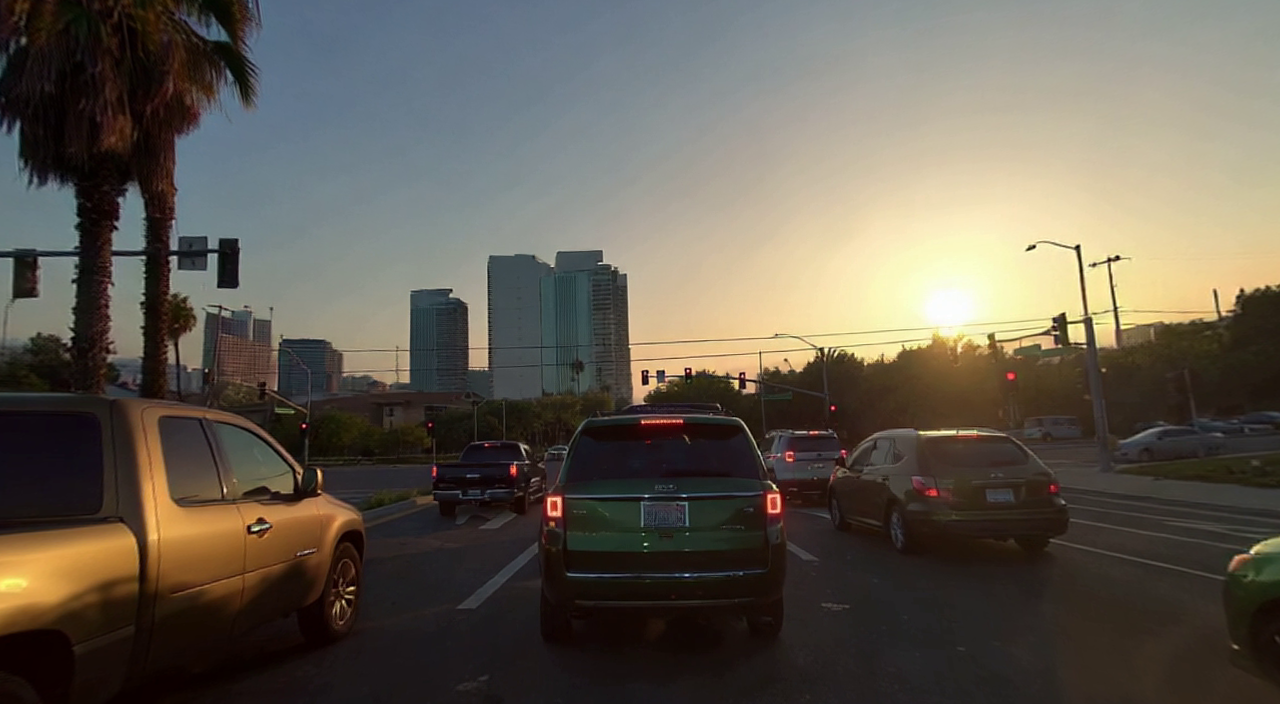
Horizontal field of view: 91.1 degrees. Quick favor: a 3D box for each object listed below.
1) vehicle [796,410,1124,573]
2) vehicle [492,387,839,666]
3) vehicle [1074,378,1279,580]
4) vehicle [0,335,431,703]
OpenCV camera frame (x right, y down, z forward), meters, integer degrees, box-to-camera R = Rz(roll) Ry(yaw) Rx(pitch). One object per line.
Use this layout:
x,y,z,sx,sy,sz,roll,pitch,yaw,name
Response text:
4.038,1.864,9.277,2.072,1.704,5.170,0,-8,-1,vehicle
0.187,1.377,6.008,2.123,1.704,4.128,0,-8,1,vehicle
7.333,1.211,5.975,2.337,1.925,5.728,0,-8,1,vehicle
-3.149,1.088,3.904,2.171,1.702,4.416,0,-9,0,vehicle
